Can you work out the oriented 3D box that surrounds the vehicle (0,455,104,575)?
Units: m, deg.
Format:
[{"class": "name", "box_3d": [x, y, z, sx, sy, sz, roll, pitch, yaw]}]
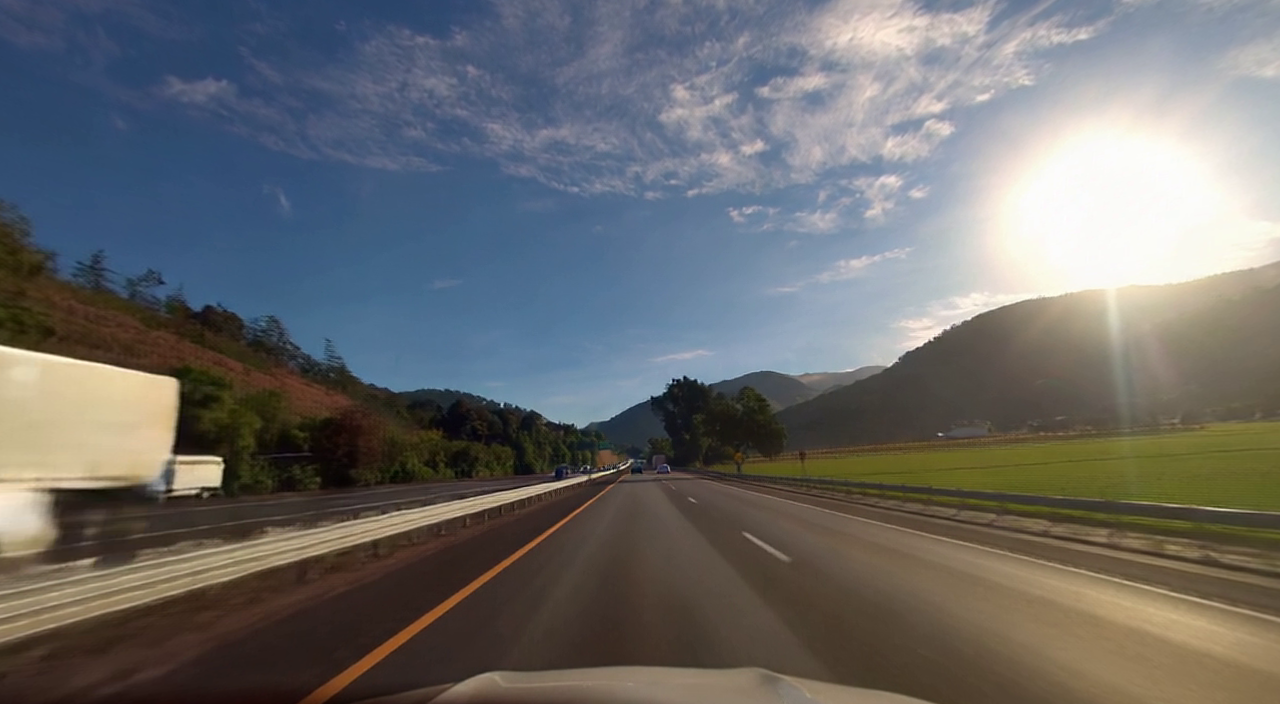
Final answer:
[{"class": "vehicle", "box_3d": [-9.257, 1.987, 7.512, 1.903, 1.543, 4.233, 1, -10, 0]}]

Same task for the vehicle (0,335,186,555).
[{"class": "vehicle", "box_3d": [-13.634, 1.306, 9.491, 2.865, 4.107, 14.092, 1, -10, 0]}]
